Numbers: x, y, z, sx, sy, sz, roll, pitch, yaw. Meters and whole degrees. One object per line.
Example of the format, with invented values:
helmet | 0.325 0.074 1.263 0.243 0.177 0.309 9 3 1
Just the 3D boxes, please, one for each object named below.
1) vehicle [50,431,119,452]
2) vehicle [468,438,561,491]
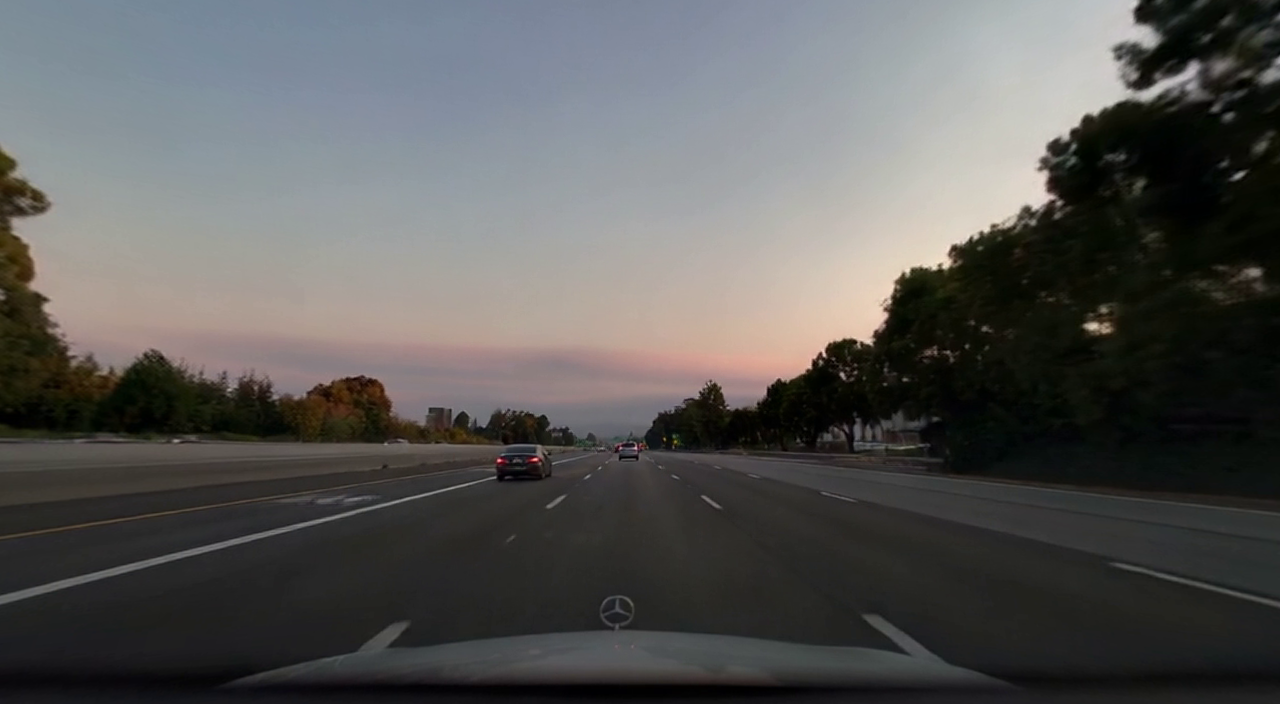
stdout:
vehicle | -40.009 6.476 45.601 1.725 1.447 3.619 0 -8 0
vehicle | -4.085 3.752 21.511 2.140 1.574 4.946 0 -8 0
